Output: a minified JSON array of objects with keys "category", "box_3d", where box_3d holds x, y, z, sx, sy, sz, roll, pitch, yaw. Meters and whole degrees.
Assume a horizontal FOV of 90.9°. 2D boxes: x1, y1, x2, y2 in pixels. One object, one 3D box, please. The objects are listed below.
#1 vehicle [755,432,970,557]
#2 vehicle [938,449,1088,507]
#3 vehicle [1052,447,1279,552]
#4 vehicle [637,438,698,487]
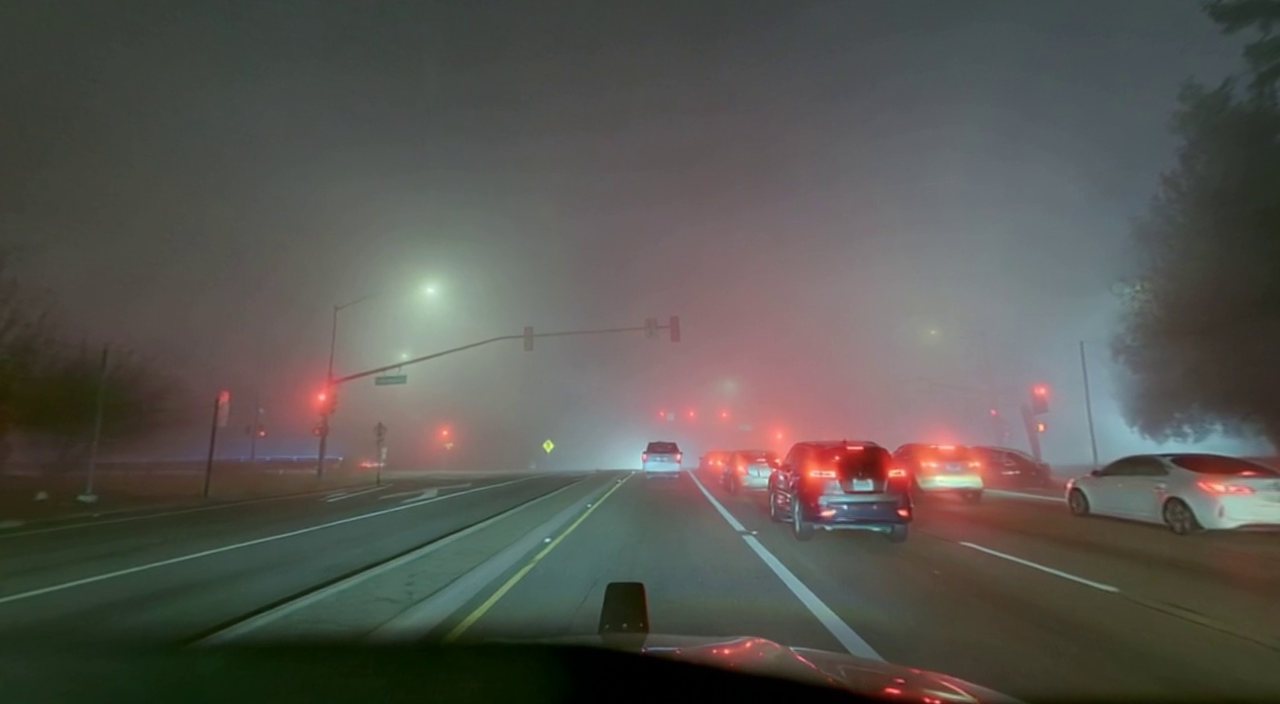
[{"category":"vehicle","box_3d":[3.236,2.139,10.208,2.078,1.578,4.107,0,-8,2]},{"category":"vehicle","box_3d":[10.789,3.629,18.677,1.842,1.466,4.379,0,-8,2]},{"category":"vehicle","box_3d":[9.546,2.386,10.971,1.884,1.422,4.262,0,-8,0]},{"category":"vehicle","box_3d":[1.029,4.426,25.723,2.245,1.800,4.522,0,-8,0]}]
